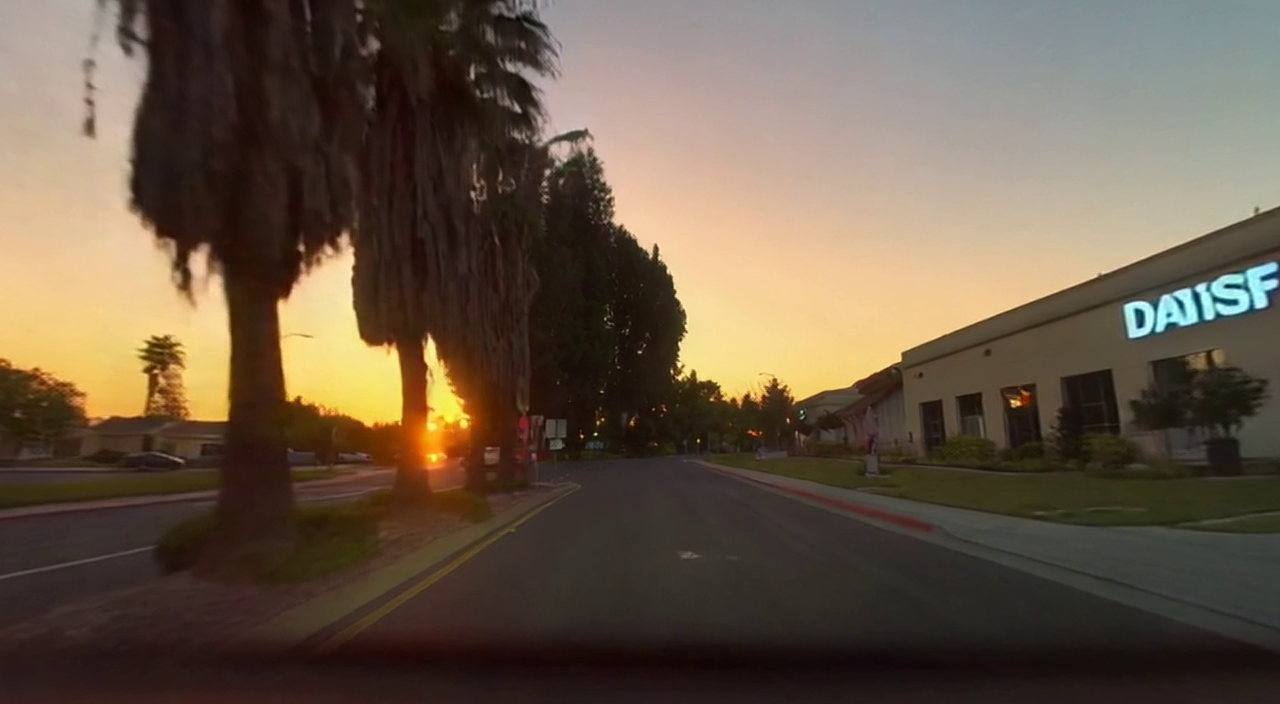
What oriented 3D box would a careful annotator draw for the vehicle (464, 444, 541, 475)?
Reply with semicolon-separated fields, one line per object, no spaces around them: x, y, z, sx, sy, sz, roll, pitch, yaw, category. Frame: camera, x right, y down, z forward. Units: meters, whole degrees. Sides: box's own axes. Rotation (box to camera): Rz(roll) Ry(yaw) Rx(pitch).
-8.799;6.839;40.350;4.651;1.863;2.174;-6;-11;34;vehicle

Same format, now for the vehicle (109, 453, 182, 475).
-36.776;8.312;47.168;1.919;1.502;4.695;1;-9;-4;vehicle
